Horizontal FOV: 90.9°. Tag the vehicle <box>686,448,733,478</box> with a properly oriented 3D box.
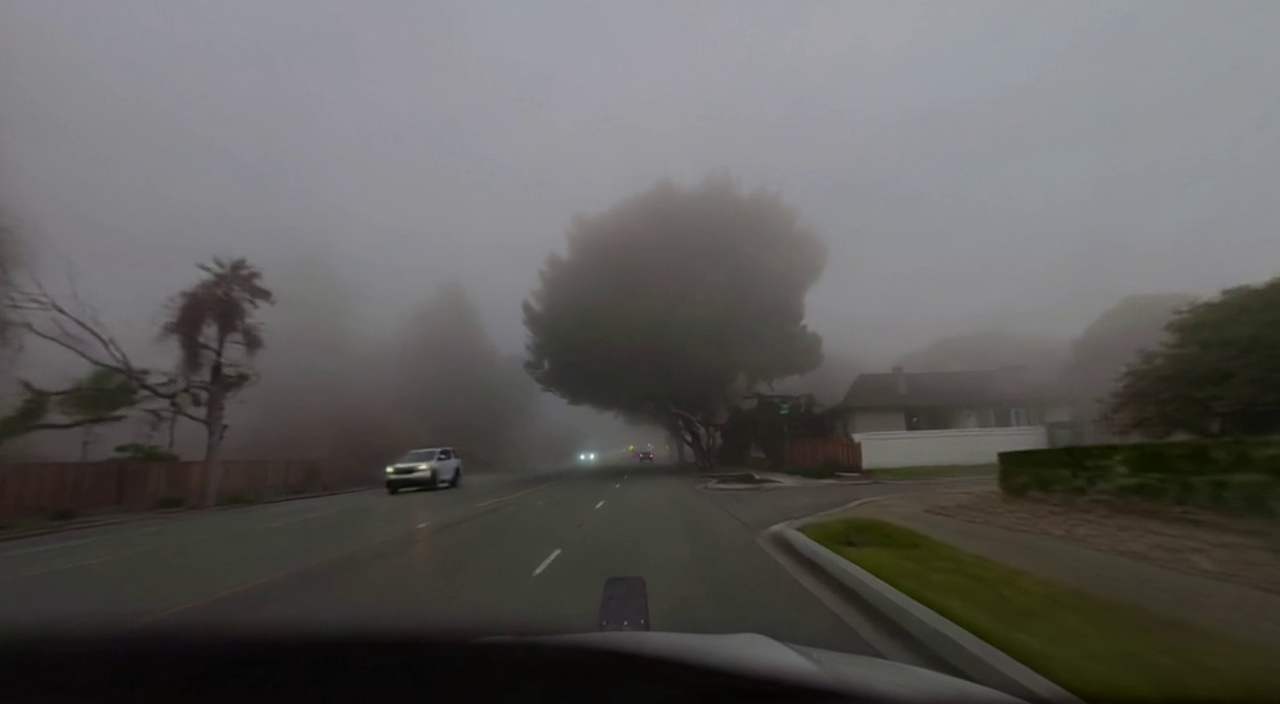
[{"bbox_3d":[3.696,5.968,34.249,2.011,1.507,4.769,0,-9,0],"label":"vehicle"}]

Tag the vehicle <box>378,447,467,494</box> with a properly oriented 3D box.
[{"bbox_3d":[-8.745,4.758,25.781,1.981,1.716,4.315,0,-9,1],"label":"vehicle"}]
